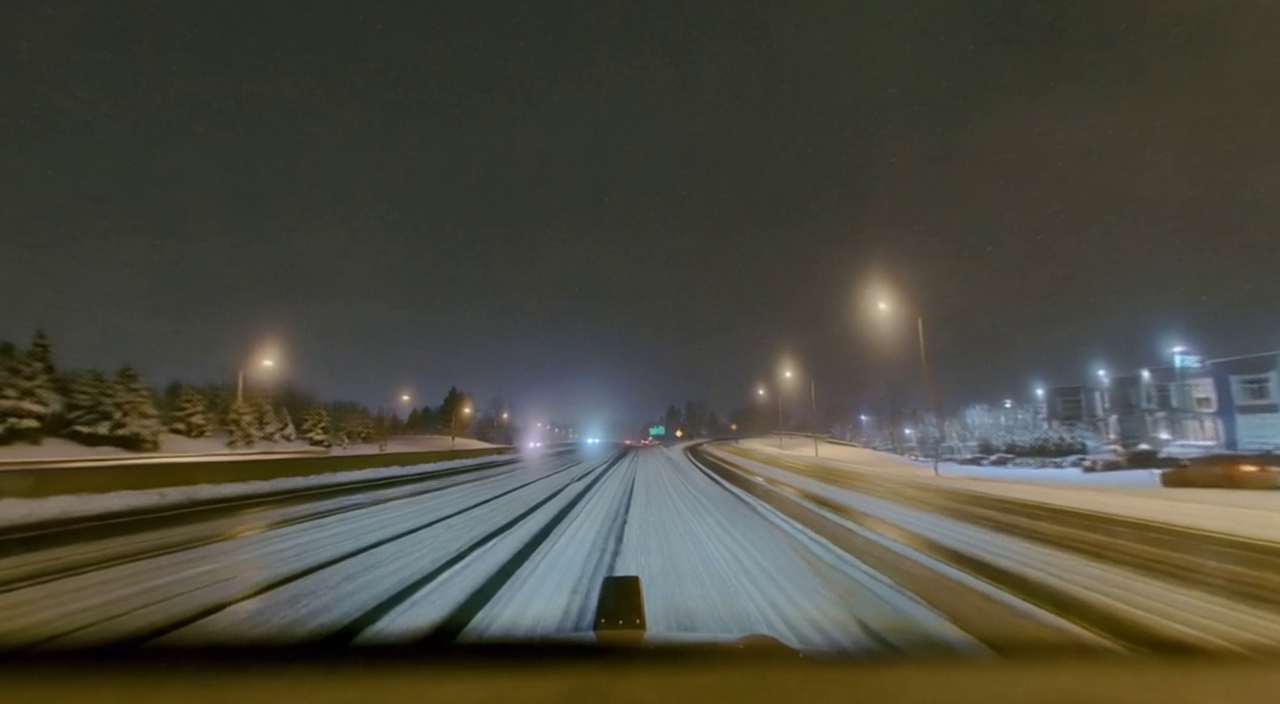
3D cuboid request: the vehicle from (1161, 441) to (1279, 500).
[{"bbox_3d":[22.565,4.289,23.348,2.013,1.958,5.318,-1,-8,-1],"label":"vehicle"}]
